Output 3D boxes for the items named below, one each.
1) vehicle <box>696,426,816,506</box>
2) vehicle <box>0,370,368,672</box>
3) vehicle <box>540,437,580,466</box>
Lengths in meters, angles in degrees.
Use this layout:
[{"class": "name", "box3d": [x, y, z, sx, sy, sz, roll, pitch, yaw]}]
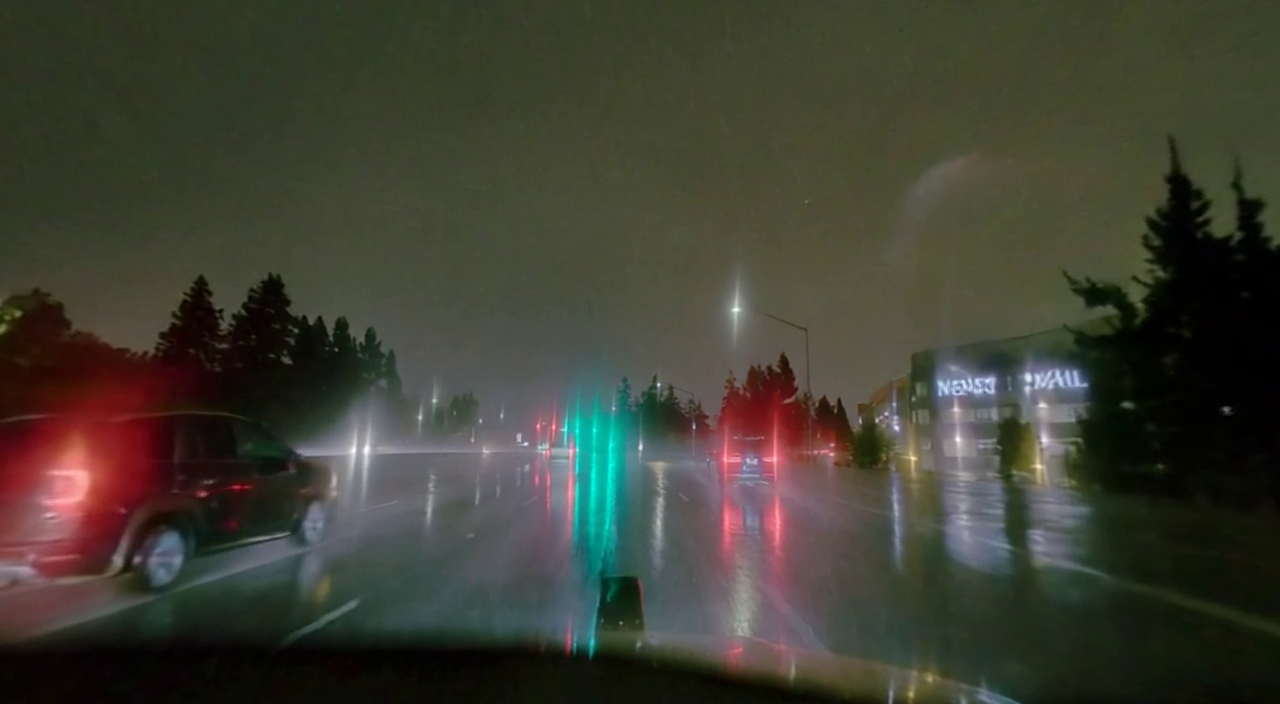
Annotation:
[{"class": "vehicle", "box3d": [2.654, 2.732, 15.576, 1.997, 1.686, 4.247, 0, -8, -2]}, {"class": "vehicle", "box3d": [-4.798, 1.334, 6.164, 2.176, 1.779, 4.755, 0, -8, 0]}, {"class": "vehicle", "box3d": [-5.189, 6.556, 41.748, 2.160, 1.794, 4.646, 0, -8, -2]}]
